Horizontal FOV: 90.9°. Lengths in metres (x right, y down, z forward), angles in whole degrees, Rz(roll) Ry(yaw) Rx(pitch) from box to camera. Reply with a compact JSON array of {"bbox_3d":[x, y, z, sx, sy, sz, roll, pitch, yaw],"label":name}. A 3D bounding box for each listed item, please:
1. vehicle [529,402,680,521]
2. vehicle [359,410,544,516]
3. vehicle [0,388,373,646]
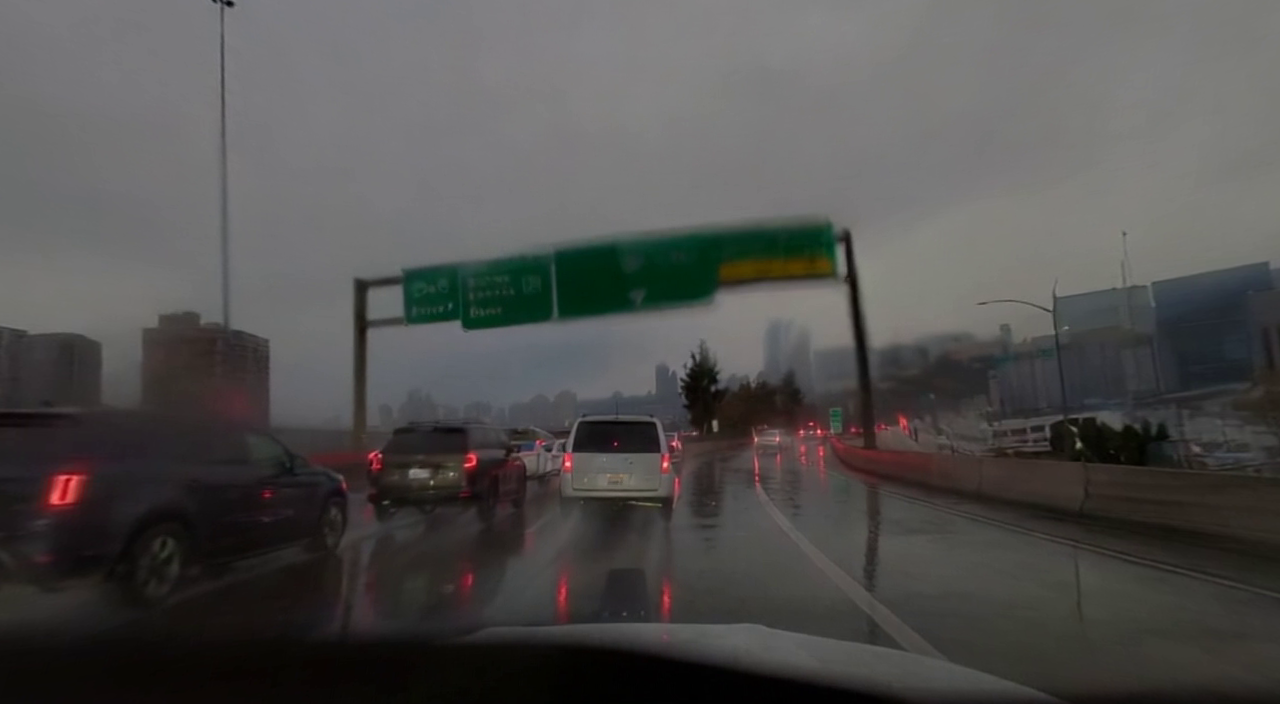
[{"bbox_3d":[-0.603,2.346,13.983,2.616,2.063,5.933,0,-9,0],"label":"vehicle"},{"bbox_3d":[-3.933,2.477,14.572,2.286,1.931,5.729,0,-9,2],"label":"vehicle"},{"bbox_3d":[-4.701,1.436,6.505,1.953,1.729,4.377,0,-9,0],"label":"vehicle"}]
